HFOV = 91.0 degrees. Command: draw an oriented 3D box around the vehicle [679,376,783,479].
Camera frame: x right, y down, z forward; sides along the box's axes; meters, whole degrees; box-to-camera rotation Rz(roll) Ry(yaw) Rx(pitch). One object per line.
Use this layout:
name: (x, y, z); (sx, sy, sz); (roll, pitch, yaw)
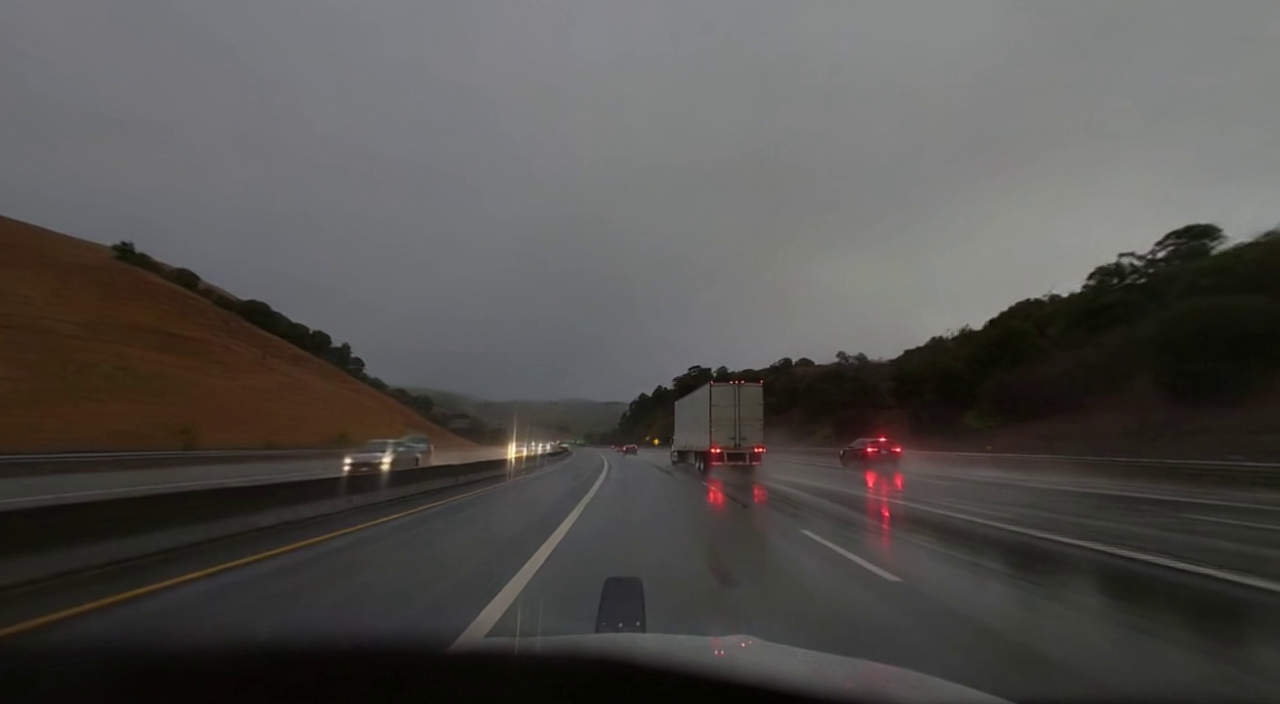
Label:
vehicle: (3.833, 3.700, 29.750); (3.049, 3.968, 10.706); (0, -9, -1)

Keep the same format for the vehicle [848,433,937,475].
vehicle: (11.422, 4.659, 28.903); (2.046, 1.741, 4.769); (0, -9, -1)

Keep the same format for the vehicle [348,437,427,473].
vehicle: (-13.365, 5.499, 33.757); (2.113, 1.783, 5.320); (0, -9, -1)
